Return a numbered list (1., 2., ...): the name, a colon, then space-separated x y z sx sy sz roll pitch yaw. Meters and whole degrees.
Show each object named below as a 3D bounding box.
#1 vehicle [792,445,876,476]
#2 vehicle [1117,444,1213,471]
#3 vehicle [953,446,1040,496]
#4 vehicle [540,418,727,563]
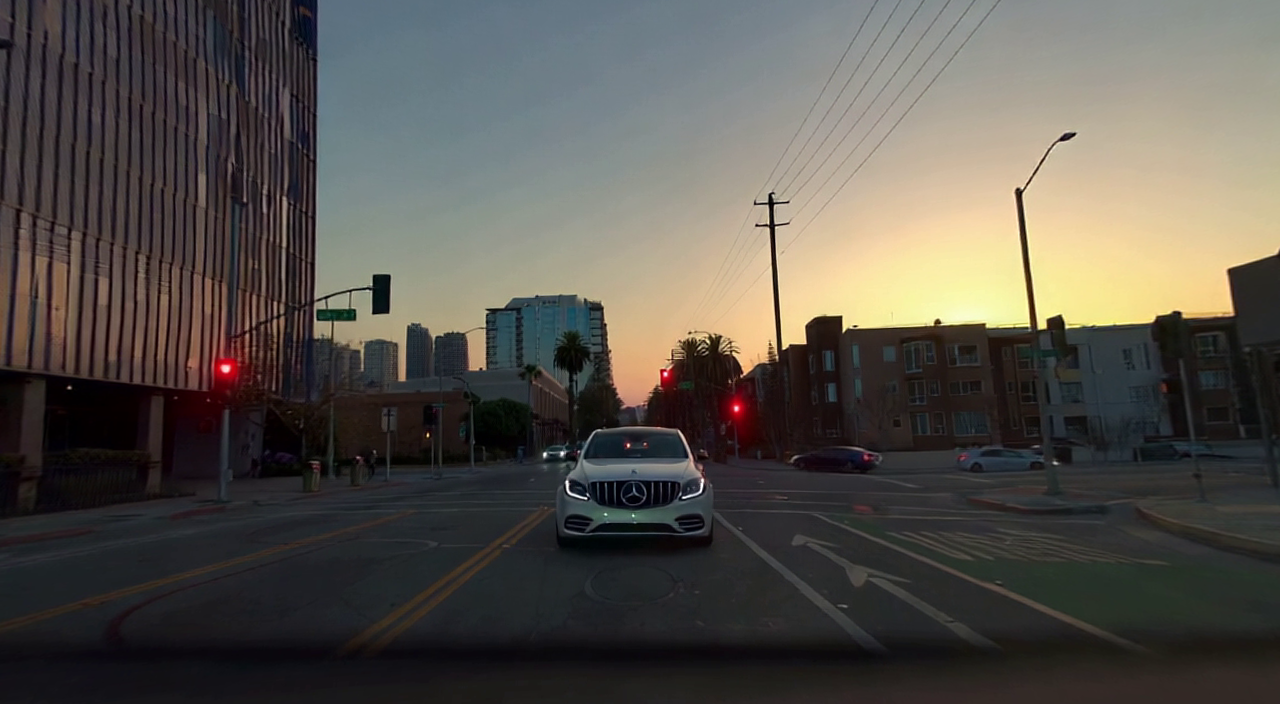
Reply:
1. vehicle: 11.227 6.229 36.538 4.494 1.704 1.976 -3 -9 20
2. vehicle: 32.174 6.465 38.764 4.234 1.613 1.812 0 -8 -1
3. vehicle: 12.974 4.234 22.869 2.004 1.593 4.118 -7 -11 37
4. vehicle: -0.077 1.877 9.237 2.144 1.643 3.770 0 -8 0
